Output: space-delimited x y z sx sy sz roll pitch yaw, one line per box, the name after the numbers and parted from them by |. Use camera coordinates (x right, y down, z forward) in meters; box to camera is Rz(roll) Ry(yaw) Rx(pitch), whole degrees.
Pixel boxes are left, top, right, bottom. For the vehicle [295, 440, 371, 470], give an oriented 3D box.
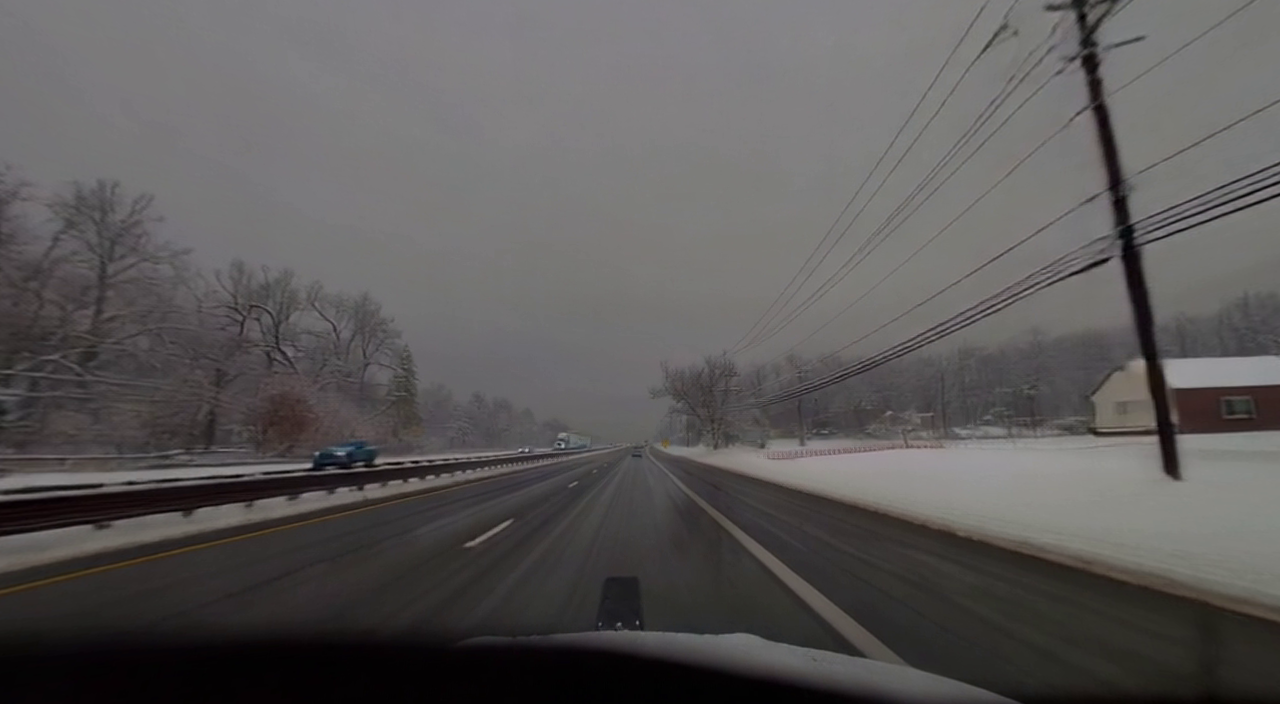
-21.263 7.181 43.996 2.260 1.934 5.875 0 -9 1 | vehicle
